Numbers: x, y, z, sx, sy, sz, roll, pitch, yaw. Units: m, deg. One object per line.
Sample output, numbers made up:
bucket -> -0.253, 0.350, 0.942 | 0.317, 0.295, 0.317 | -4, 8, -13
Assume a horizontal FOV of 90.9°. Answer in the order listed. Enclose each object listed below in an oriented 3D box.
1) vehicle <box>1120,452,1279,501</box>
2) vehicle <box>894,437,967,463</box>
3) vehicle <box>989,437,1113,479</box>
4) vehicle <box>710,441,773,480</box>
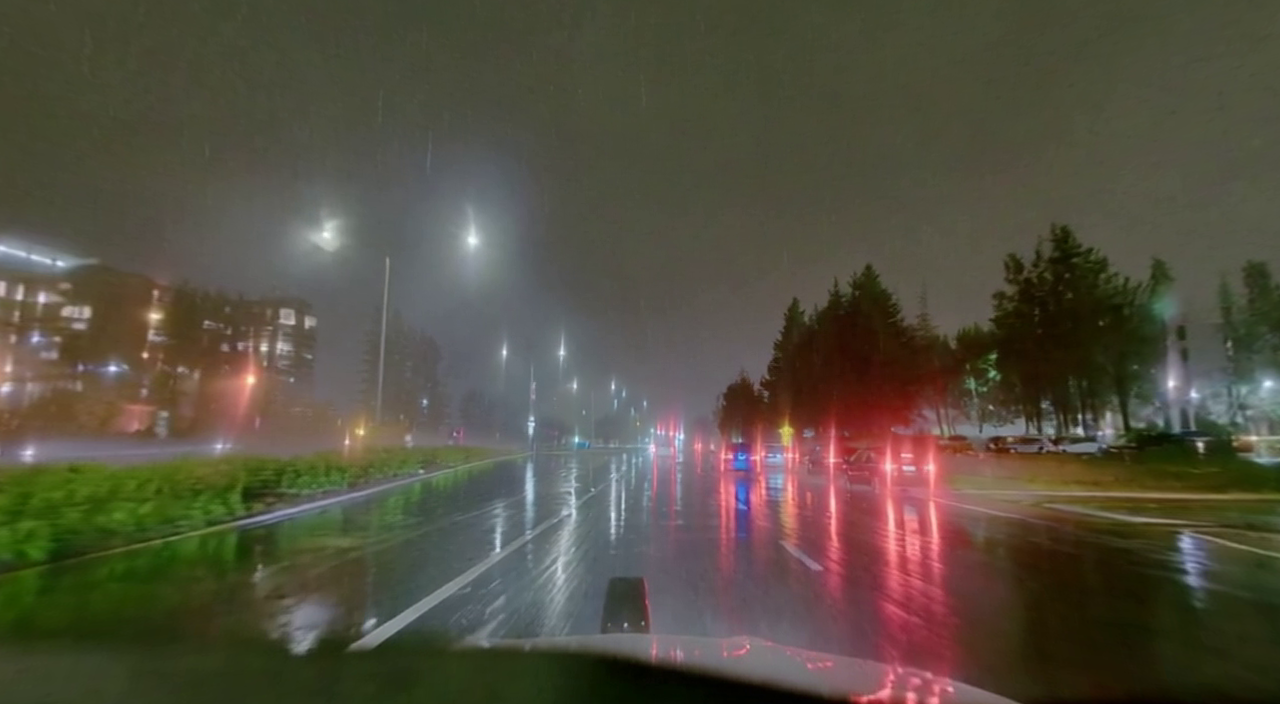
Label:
vehicle -> 19.229, 4.154, 21.460 | 1.696, 1.398, 4.190 | 3, -9, -21
vehicle -> 21.283, 7.179, 46.239 | 4.480, 1.754, 1.956 | 1, -8, -14
vehicle -> 21.734, 5.578, 33.393 | 5.456, 1.919, 2.222 | 1, -8, -15
vehicle -> 4.216, 4.560, 26.914 | 1.981, 1.499, 4.536 | 0, -8, 1
